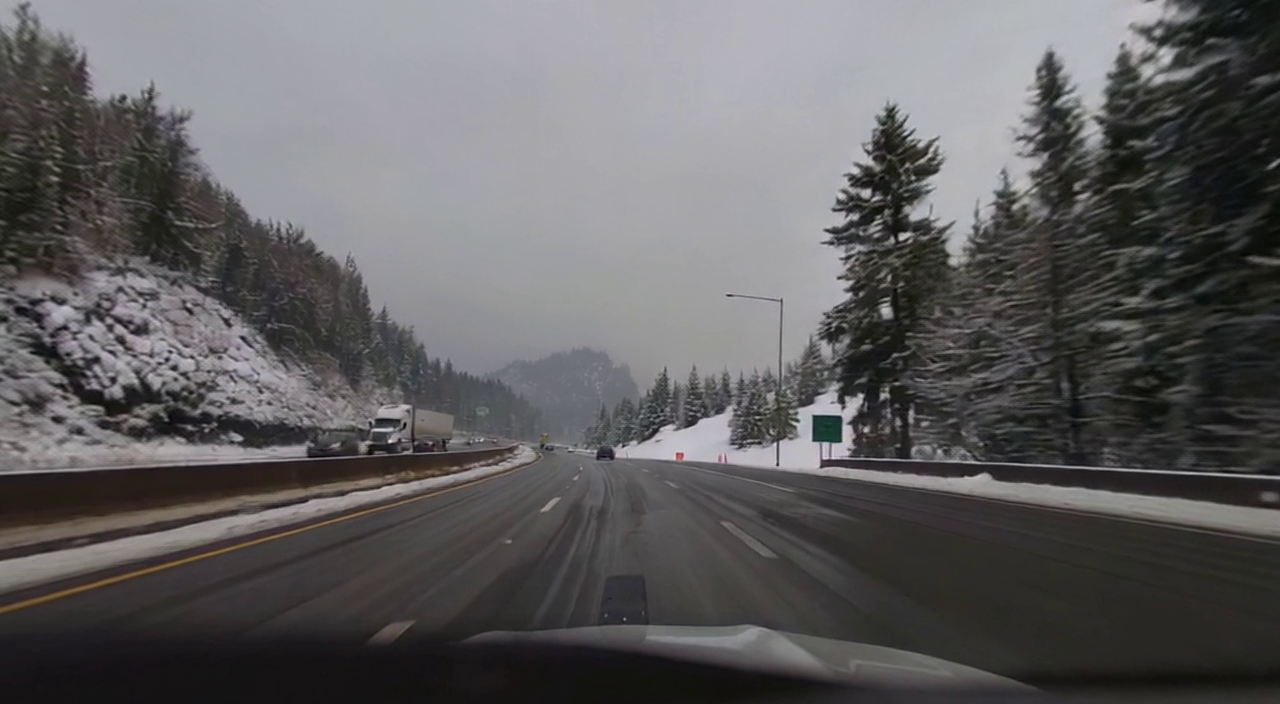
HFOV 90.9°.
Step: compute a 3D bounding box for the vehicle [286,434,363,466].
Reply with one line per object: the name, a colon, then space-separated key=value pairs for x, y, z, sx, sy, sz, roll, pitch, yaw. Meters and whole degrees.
vehicle: x=-17.857 y=5.589 z=35.997 sx=2.128 sy=1.719 sz=4.749 roll=0 pitch=-9 yaw=-3
